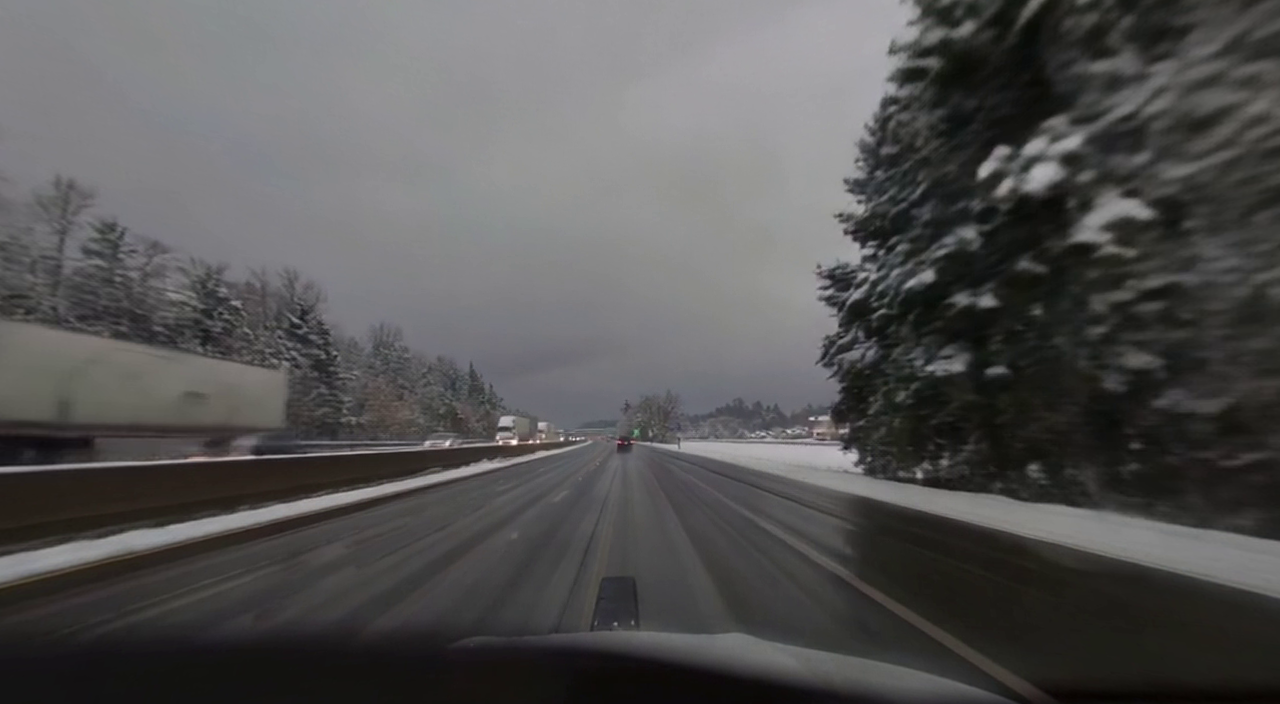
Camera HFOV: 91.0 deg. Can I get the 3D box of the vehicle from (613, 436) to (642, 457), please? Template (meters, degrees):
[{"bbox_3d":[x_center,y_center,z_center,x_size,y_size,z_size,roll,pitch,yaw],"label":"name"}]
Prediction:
[{"bbox_3d":[-0.982,7.255,48.339,2.099,1.504,3.843,0,-8,-2],"label":"vehicle"}]

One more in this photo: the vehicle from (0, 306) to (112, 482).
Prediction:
[{"bbox_3d":[-16.730,0.981,14.753,3.058,4.142,6.328,0,-8,-1],"label":"vehicle"}]

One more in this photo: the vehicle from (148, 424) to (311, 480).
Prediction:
[{"bbox_3d":[-12.089,2.973,18.979,1.926,1.472,4.509,0,-8,-1],"label":"vehicle"}]

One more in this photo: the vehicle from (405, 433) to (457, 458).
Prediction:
[{"bbox_3d":[-13.161,5.913,39.941,1.861,1.472,4.466,0,-8,-1],"label":"vehicle"}]
